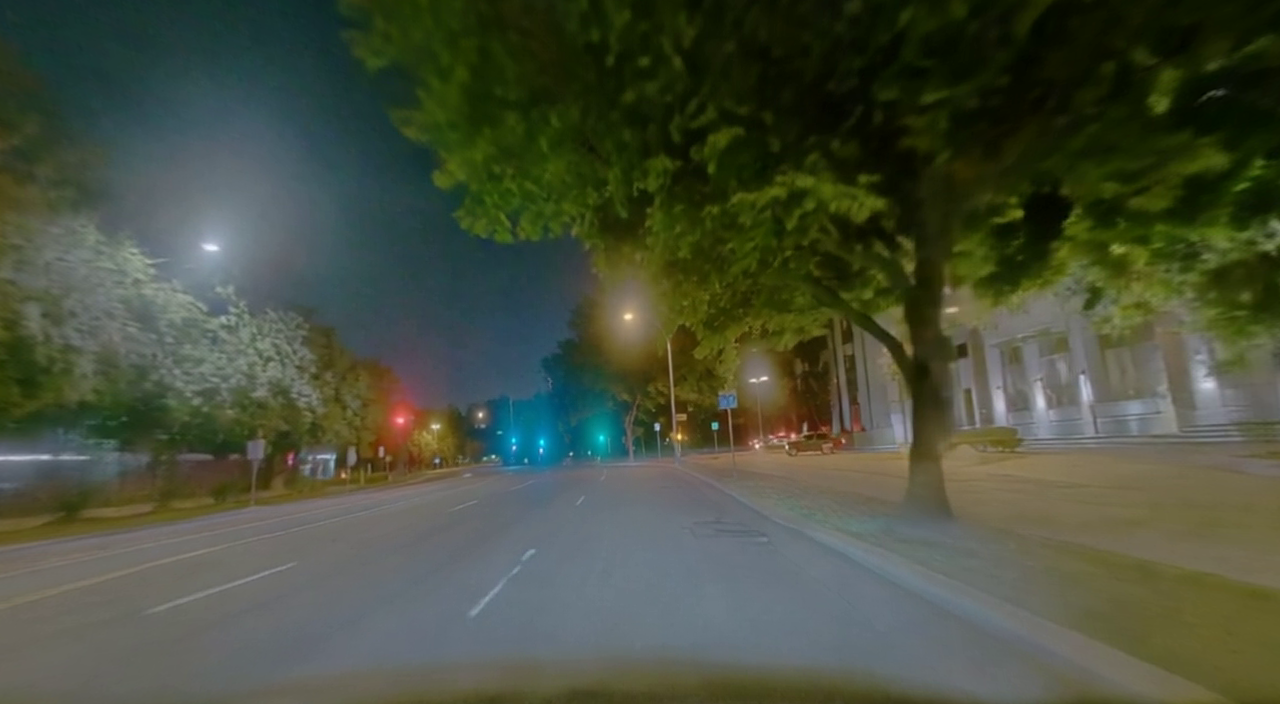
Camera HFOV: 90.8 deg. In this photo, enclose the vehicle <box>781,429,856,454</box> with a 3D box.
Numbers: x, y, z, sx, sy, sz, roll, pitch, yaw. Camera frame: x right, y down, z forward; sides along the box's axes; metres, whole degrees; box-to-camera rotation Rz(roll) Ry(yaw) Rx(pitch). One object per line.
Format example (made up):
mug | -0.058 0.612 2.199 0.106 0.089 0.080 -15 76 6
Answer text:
vehicle | 11.841 5.982 42.071 4.332 1.581 2.028 1 -9 -10
